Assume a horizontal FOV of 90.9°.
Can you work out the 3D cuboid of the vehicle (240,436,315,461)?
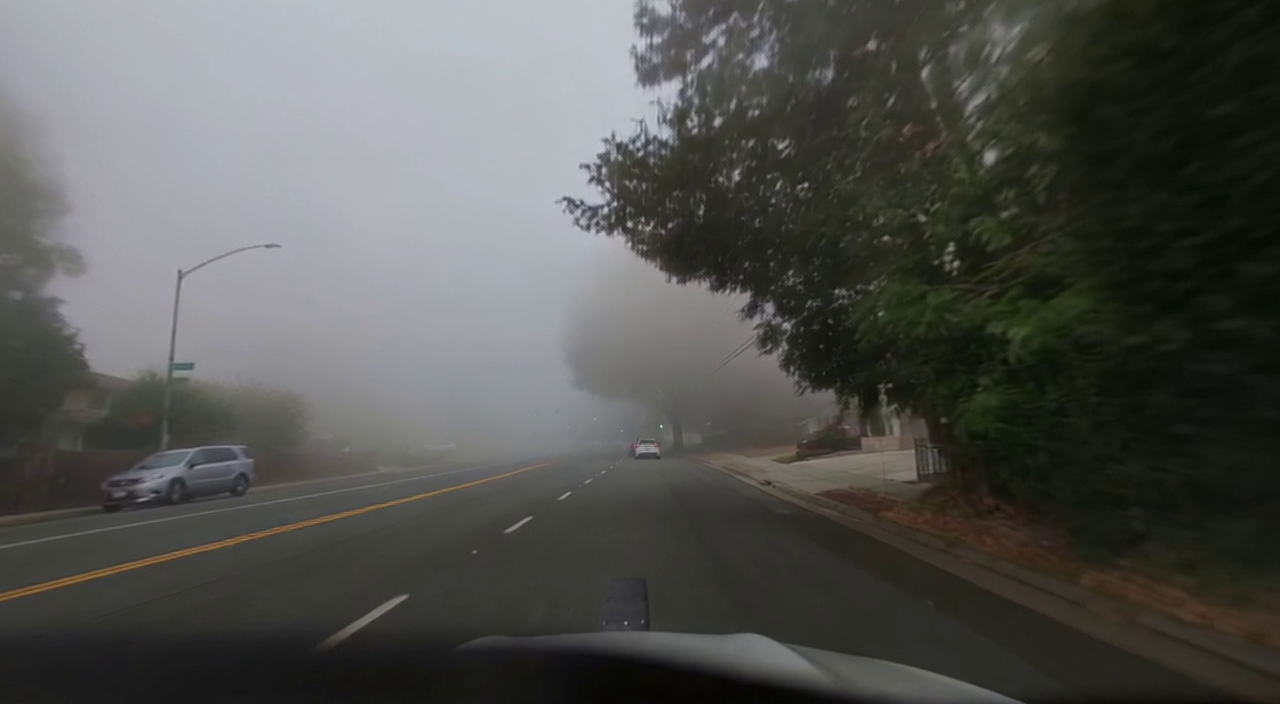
[{"bbox_3d":[-28.209,7.469,49.070,5.100,1.864,2.490,-4,-9,25],"label":"vehicle"}]

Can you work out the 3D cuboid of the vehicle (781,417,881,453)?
[{"bbox_3d":[10.450,4.597,34.754,4.746,1.485,1.916,-5,-8,0],"label":"vehicle"}]

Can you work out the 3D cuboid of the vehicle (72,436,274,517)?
[{"bbox_3d":[-14.090,3.698,19.600,2.337,1.850,5.448,-4,-6,-2],"label":"vehicle"}]

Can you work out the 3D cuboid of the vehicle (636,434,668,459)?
[{"bbox_3d":[0.838,6.473,43.223,2.088,1.607,3.903,0,-8,2],"label":"vehicle"}]
